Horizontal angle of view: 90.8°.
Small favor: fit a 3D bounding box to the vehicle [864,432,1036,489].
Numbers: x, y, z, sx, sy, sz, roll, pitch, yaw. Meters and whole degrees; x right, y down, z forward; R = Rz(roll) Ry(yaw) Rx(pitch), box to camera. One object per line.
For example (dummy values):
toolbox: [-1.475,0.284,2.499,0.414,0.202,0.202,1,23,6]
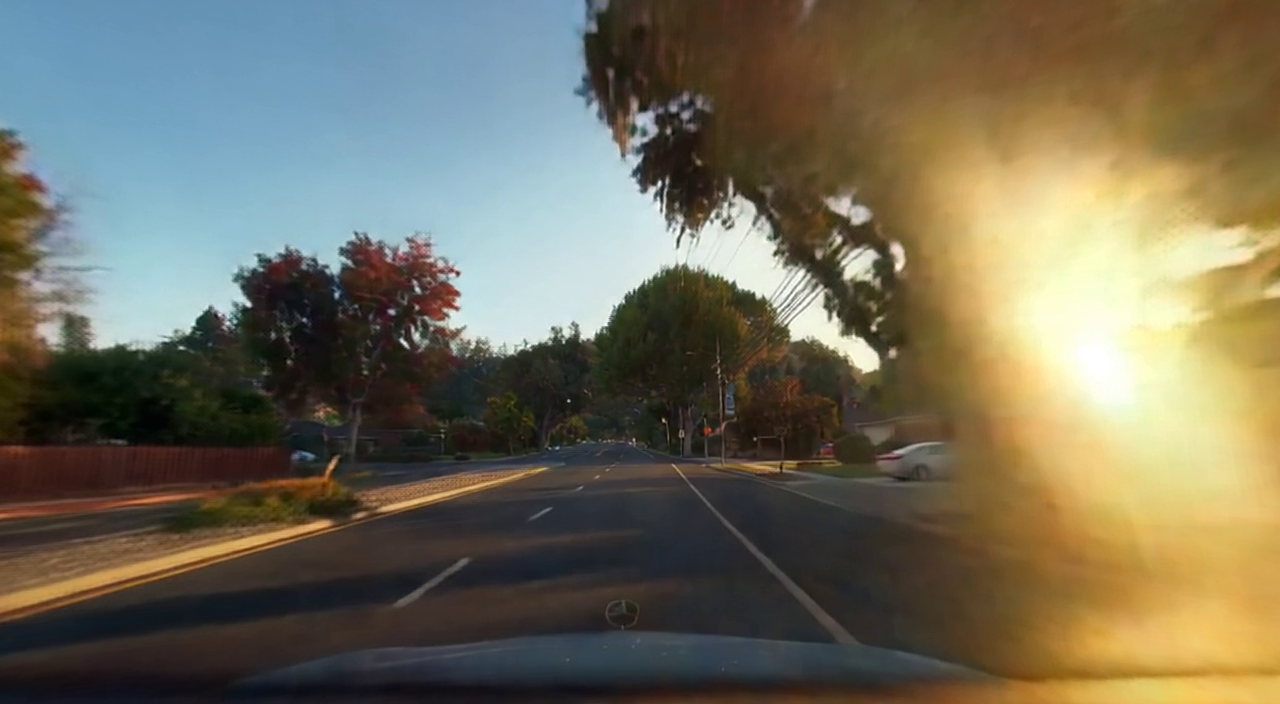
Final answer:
vehicle: [9.663,3.400,19.974,4.387,1.680,1.958,1,-9,-3]
